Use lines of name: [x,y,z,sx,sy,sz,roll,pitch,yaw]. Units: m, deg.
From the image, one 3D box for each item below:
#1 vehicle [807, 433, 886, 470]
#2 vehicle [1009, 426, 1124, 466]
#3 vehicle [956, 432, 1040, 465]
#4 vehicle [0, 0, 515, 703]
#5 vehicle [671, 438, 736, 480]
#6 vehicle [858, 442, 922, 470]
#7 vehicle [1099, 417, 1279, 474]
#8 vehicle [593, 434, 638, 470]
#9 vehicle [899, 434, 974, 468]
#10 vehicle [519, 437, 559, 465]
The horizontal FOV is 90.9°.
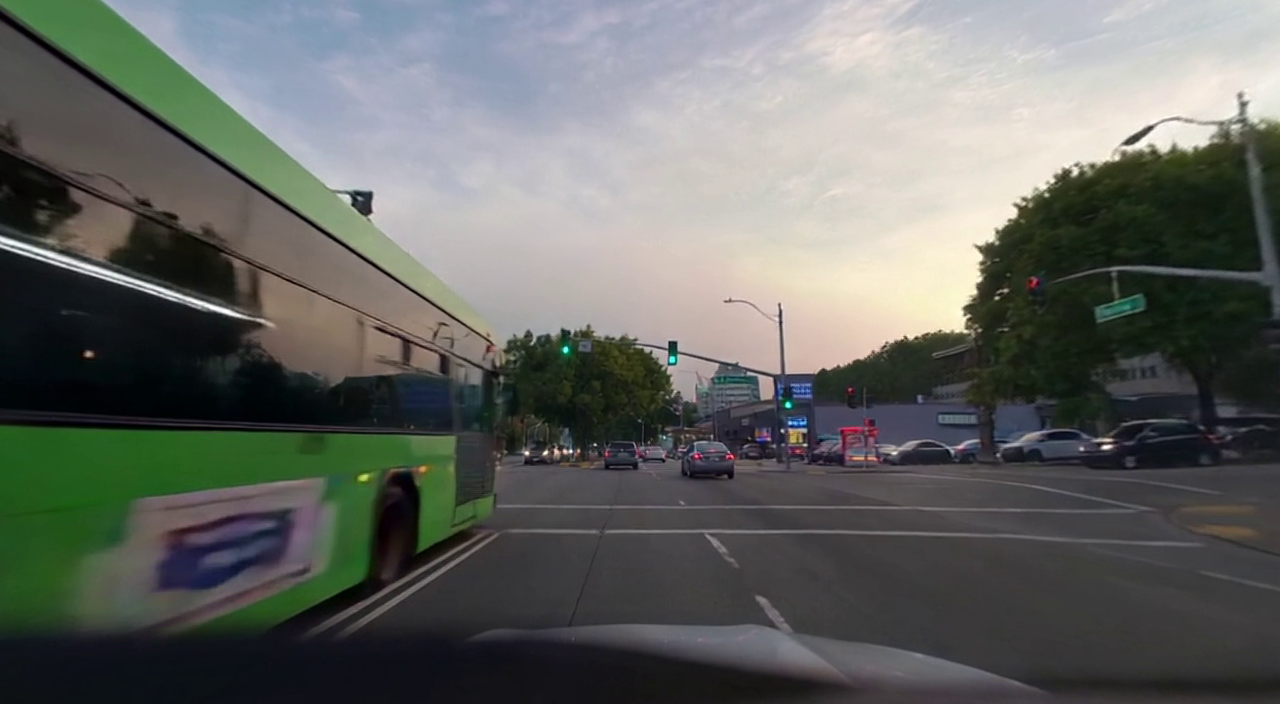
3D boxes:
vehicle: [11.541,5.582,35.647,2.304,1.907,4.844,0,-8,-7]
vehicle: [23.809,5.257,35.522,2.384,1.959,5.372,-2,-7,-5]
vehicle: [20.196,5.480,35.812,2.143,1.731,4.290,0,-8,-1]
vehicle: [-3.632,0.157,2.804,3.018,3.217,13.998,0,-8,1]
vehicle: [2.487,4.325,25.763,2.046,1.540,3.883,1,-8,-3]
vehicle: [13.999,5.813,35.555,1.860,1.443,3.772,0,-8,-4]
vehicle: [21.159,3.523,23.796,5.766,2.002,2.298,0,-8,0]
vehicle: [-1.316,5.424,34.380,2.301,1.837,4.411,0,-8,-2]
vehicle: [16.823,5.623,36.049,2.020,1.796,4.600,0,-8,-1]
vehicle: [-6.935,6.766,43.559,2.242,1.740,4.659,-1,-7,-3]
